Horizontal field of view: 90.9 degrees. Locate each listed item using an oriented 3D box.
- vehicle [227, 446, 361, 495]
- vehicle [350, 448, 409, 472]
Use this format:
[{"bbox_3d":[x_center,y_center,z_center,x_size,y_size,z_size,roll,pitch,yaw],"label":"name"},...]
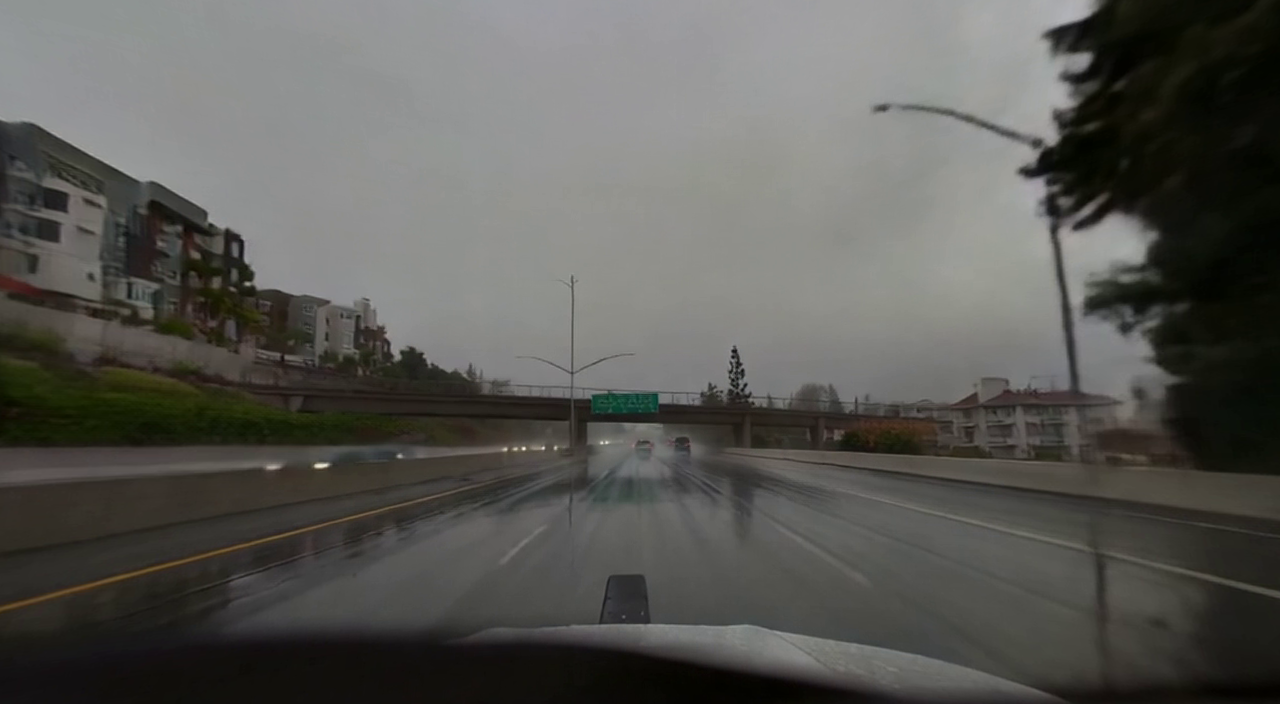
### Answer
[{"bbox_3d":[-11.617,3.974,21.625,1.916,1.478,4.645,0,-8,1],"label":"vehicle"},{"bbox_3d":[-17.617,7.325,42.956,1.933,1.508,4.782,0,-8,1],"label":"vehicle"}]
